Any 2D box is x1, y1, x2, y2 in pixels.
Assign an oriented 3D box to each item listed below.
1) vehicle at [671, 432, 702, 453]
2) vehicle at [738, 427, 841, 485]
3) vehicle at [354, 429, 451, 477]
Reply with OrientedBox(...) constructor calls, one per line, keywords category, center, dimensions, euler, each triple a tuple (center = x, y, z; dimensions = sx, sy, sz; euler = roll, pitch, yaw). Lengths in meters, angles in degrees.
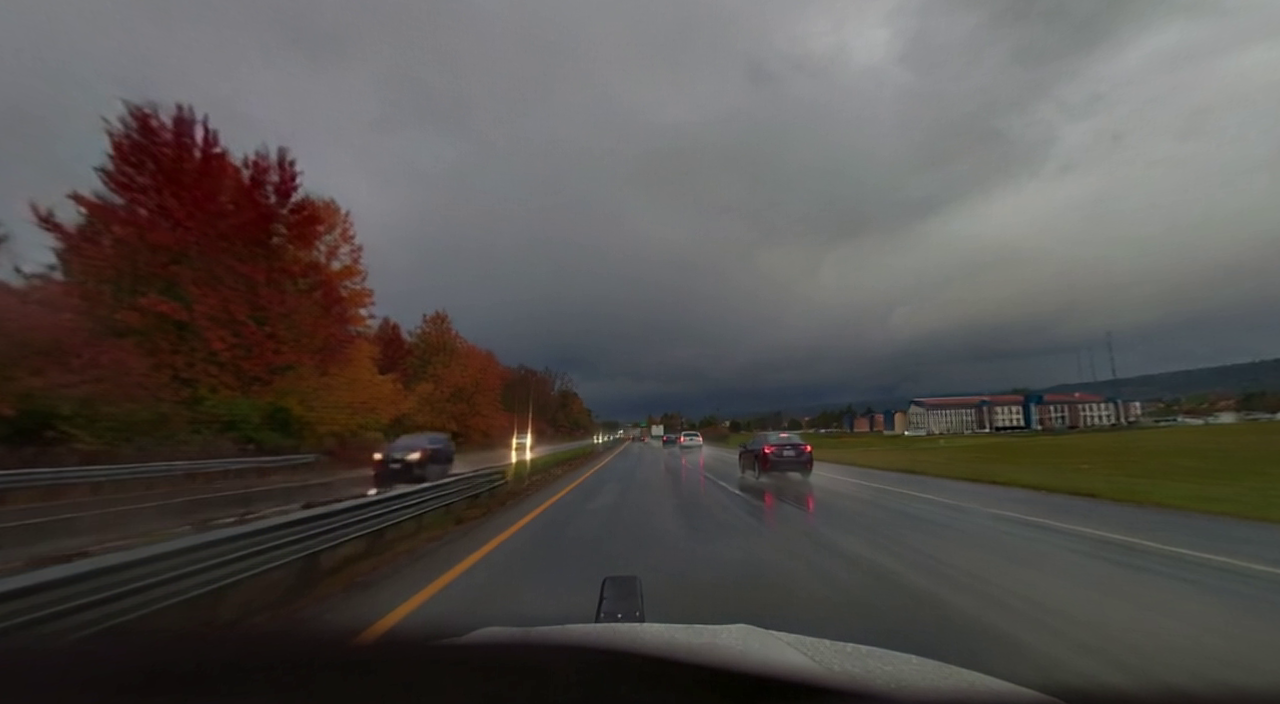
OrientedBox(category="vehicle", center=(3.609, 7.085, 49.026), dimensions=(2.057, 1.540, 4.158), euler=(0, -8, -1))
OrientedBox(category="vehicle", center=(4.358, 3.096, 19.041), dimensions=(2.024, 1.516, 4.197), euler=(0, -8, -1))
OrientedBox(category="vehicle", center=(-8.404, 3.607, 22.632), dimensions=(1.916, 1.549, 4.032), euler=(0, -8, 0))
